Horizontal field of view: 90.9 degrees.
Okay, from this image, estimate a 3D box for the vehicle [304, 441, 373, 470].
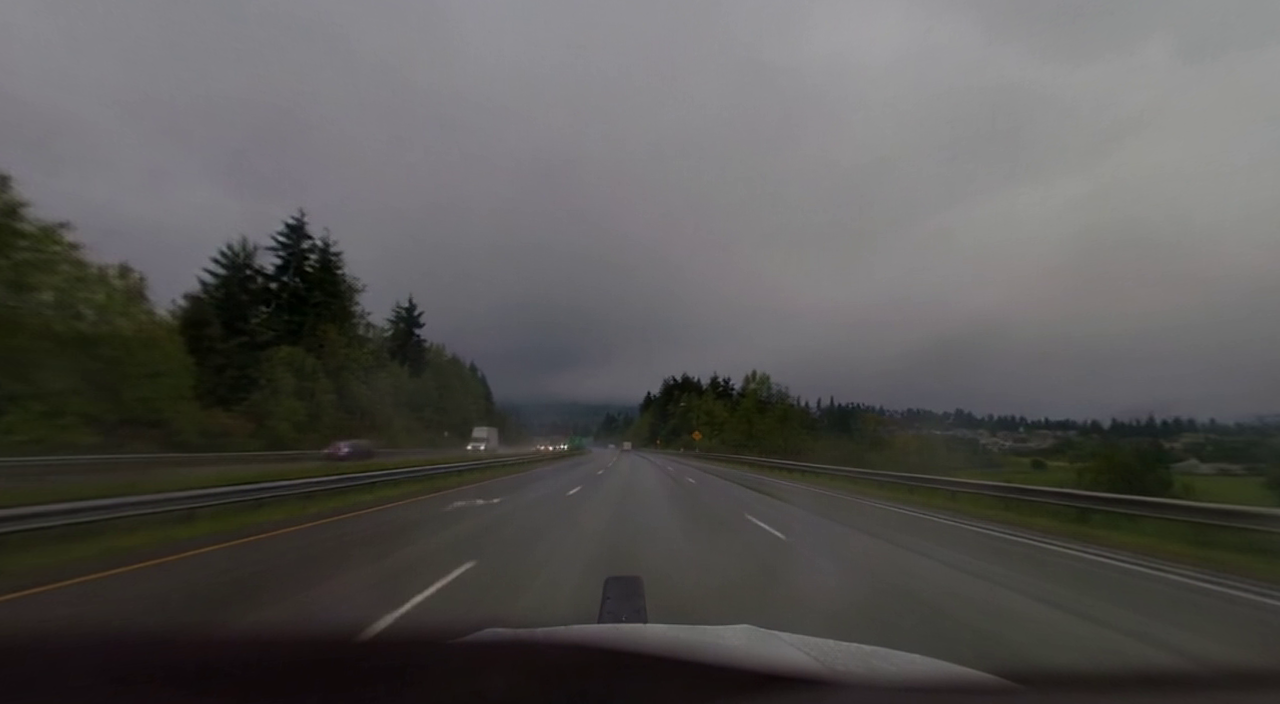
[{"bbox_3d":[-15.927,5.482,33.461,1.834,1.454,3.628,0,-9,1],"label":"vehicle"}]
